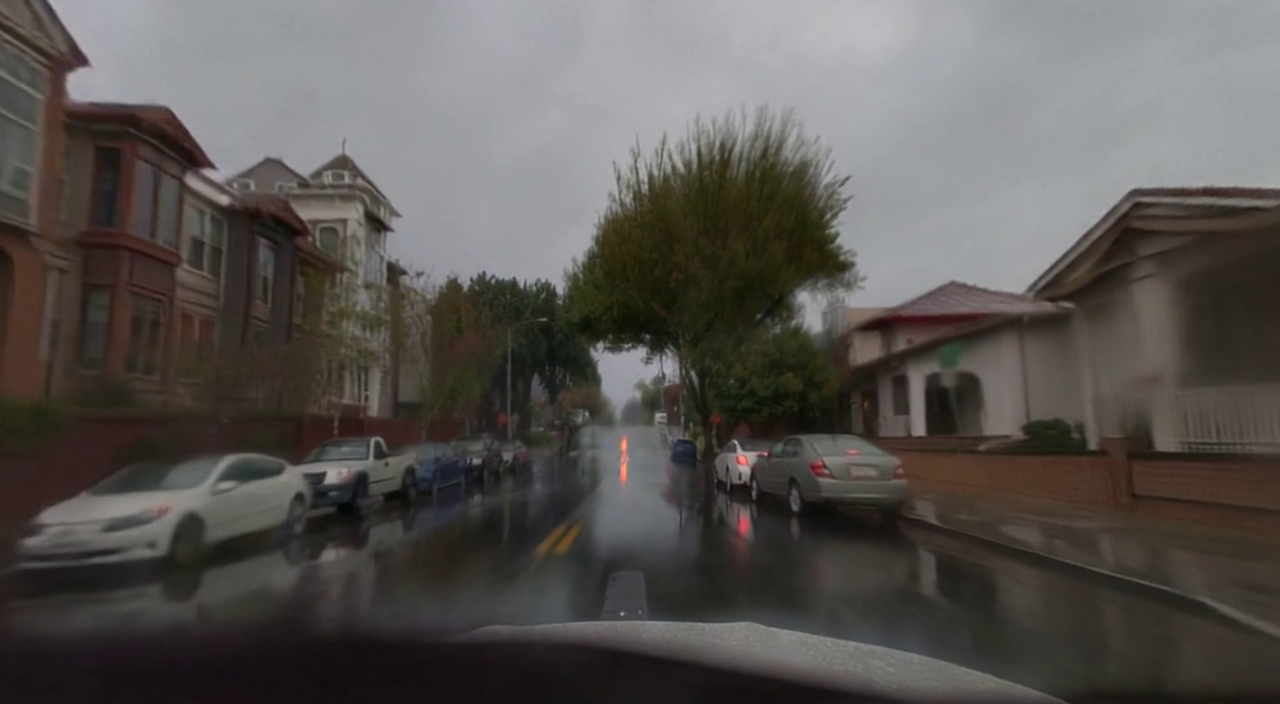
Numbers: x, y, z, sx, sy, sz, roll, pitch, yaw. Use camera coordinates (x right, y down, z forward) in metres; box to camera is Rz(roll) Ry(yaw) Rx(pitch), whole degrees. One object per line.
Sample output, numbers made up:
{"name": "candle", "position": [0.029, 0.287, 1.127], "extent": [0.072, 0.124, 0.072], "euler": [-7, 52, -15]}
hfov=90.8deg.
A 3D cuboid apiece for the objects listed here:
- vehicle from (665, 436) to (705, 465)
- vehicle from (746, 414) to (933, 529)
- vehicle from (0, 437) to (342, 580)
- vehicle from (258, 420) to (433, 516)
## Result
{"name": "vehicle", "position": [2.665, 5.979, 38.463], "extent": [1.966, 1.620, 4.187], "euler": [0, -8, -3]}
{"name": "vehicle", "position": [3.425, 2.159, 11.942], "extent": [1.952, 1.738, 4.518], "euler": [0, -8, -2]}
{"name": "vehicle", "position": [-6.074, 1.968, 8.792], "extent": [2.003, 1.489, 4.051], "euler": [0, -8, -3]}
{"name": "vehicle", "position": [-6.210, 2.556, 14.024], "extent": [1.830, 1.750, 4.502], "euler": [1, -10, -2]}
